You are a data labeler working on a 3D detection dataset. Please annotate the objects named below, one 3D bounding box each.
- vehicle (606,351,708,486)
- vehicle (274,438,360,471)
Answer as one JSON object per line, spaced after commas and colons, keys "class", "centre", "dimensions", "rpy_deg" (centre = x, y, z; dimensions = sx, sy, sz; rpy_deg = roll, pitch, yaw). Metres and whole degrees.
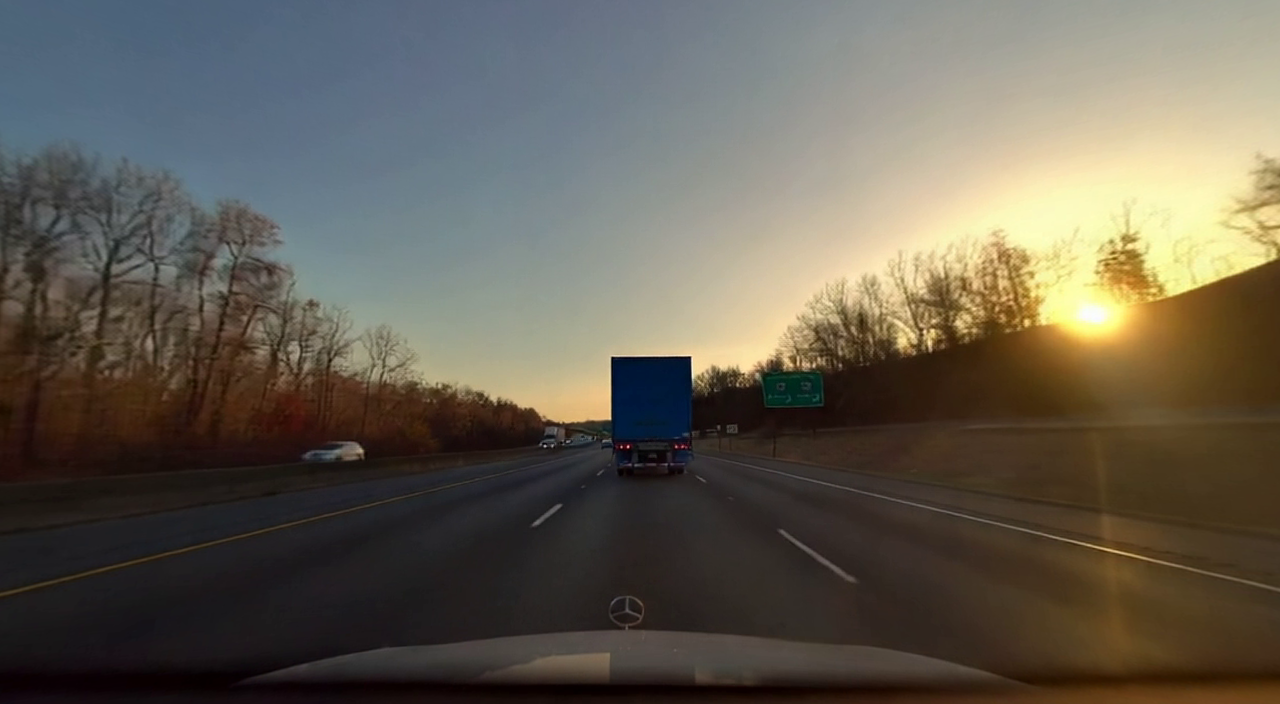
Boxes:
{"class": "vehicle", "centre": [0.502, 2.710, 23.986], "dimensions": [3.010, 4.039, 10.481], "rpy_deg": [0, -8, 0]}
{"class": "vehicle", "centre": [-16.791, 5.345, 32.922], "dimensions": [2.022, 1.612, 4.535], "rpy_deg": [0, -8, 1]}
